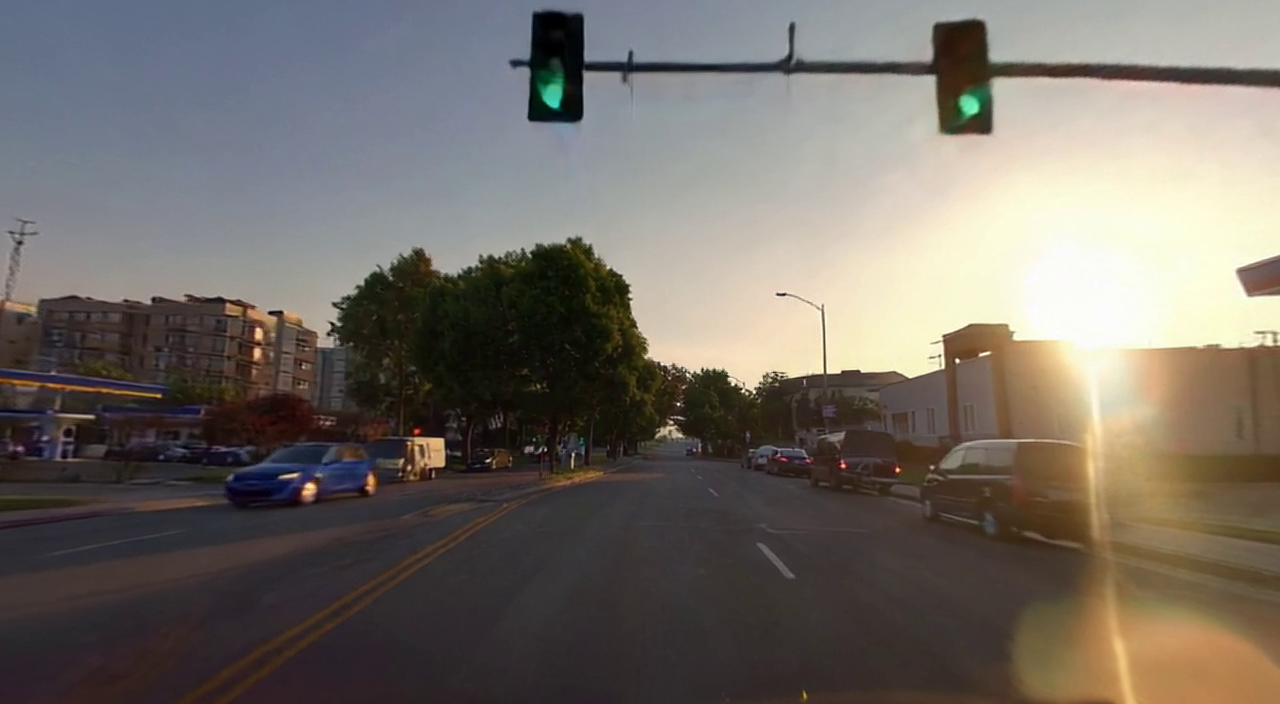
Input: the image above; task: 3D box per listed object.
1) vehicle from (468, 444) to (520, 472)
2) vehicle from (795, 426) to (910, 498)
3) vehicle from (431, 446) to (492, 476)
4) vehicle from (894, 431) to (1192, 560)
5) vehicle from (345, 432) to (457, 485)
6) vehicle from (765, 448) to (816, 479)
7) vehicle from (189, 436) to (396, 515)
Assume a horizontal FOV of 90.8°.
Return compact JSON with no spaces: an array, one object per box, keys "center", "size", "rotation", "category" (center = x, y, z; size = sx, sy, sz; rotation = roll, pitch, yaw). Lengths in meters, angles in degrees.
[{"center":[-9.305,6.776,40.540],"size":[1.954,1.652,4.440],"rotation":[0,-9,4],"category":"vehicle"},{"center":[7.074,3.743,21.903],"size":[2.181,2.103,6.044],"rotation":[0,-9,3],"category":"vehicle"},{"center":[-9.639,5.892,34.440],"size":[1.785,1.478,4.329],"rotation":[0,-9,4],"category":"vehicle"},{"center":[6.493,2.333,11.153],"size":[1.995,1.720,5.067],"rotation":[0,-9,1],"category":"vehicle"},{"center":[-10.105,4.568,27.369],"size":[2.214,1.994,5.721],"rotation":[0,-9,4],"category":"vehicle"},{"center":[7.553,5.615,32.079],"size":[1.738,1.436,4.232],"rotation":[0,-9,2],"category":"vehicle"},{"center":[-8.206,2.937,15.611],"size":[2.007,1.606,4.764],"rotation":[-1,-9,7],"category":"vehicle"}]
